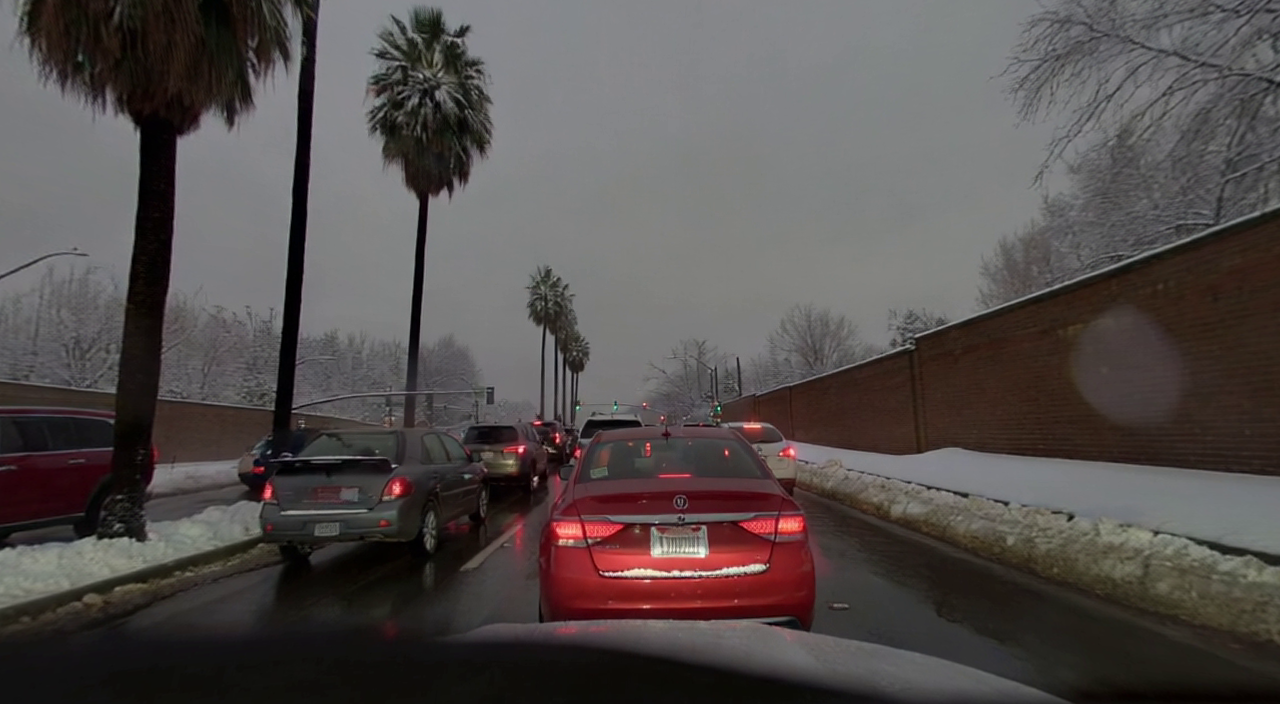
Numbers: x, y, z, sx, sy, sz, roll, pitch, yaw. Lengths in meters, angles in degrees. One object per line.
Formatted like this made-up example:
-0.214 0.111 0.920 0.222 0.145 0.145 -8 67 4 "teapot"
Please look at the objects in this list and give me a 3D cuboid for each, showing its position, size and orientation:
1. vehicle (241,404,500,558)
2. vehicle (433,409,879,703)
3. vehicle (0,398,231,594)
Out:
-3.534 1.776 9.289 2.055 1.746 4.136 0 -8 -1 "vehicle"
0.038 1.334 5.205 2.128 1.473 4.272 0 -8 -1 "vehicle"
-6.672 1.400 6.393 1.963 1.721 4.662 0 -8 -2 "vehicle"
